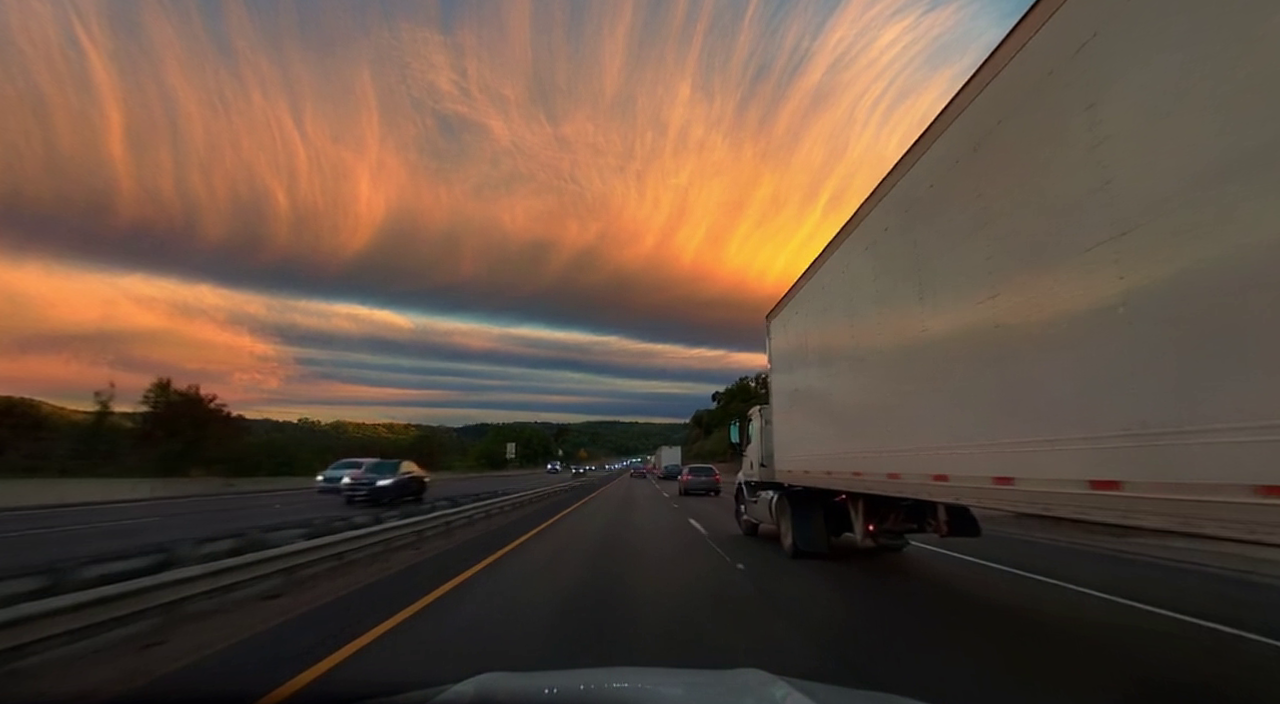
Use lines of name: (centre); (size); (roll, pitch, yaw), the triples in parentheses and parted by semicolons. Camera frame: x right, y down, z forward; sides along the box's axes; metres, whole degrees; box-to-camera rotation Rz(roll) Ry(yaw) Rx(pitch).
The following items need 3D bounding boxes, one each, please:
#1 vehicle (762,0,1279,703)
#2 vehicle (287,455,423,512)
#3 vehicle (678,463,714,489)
vehicle: (3.653, 0.096, 3.997); (2.863, 4.088, 14.040); (1, -10, 0)
vehicle: (-9.200, 4.290, 20.869); (2.342, 1.619, 4.480); (1, -10, 0)
vehicle: (3.906, 8.752, 44.580); (2.018, 1.674, 4.029); (1, -10, -2)
